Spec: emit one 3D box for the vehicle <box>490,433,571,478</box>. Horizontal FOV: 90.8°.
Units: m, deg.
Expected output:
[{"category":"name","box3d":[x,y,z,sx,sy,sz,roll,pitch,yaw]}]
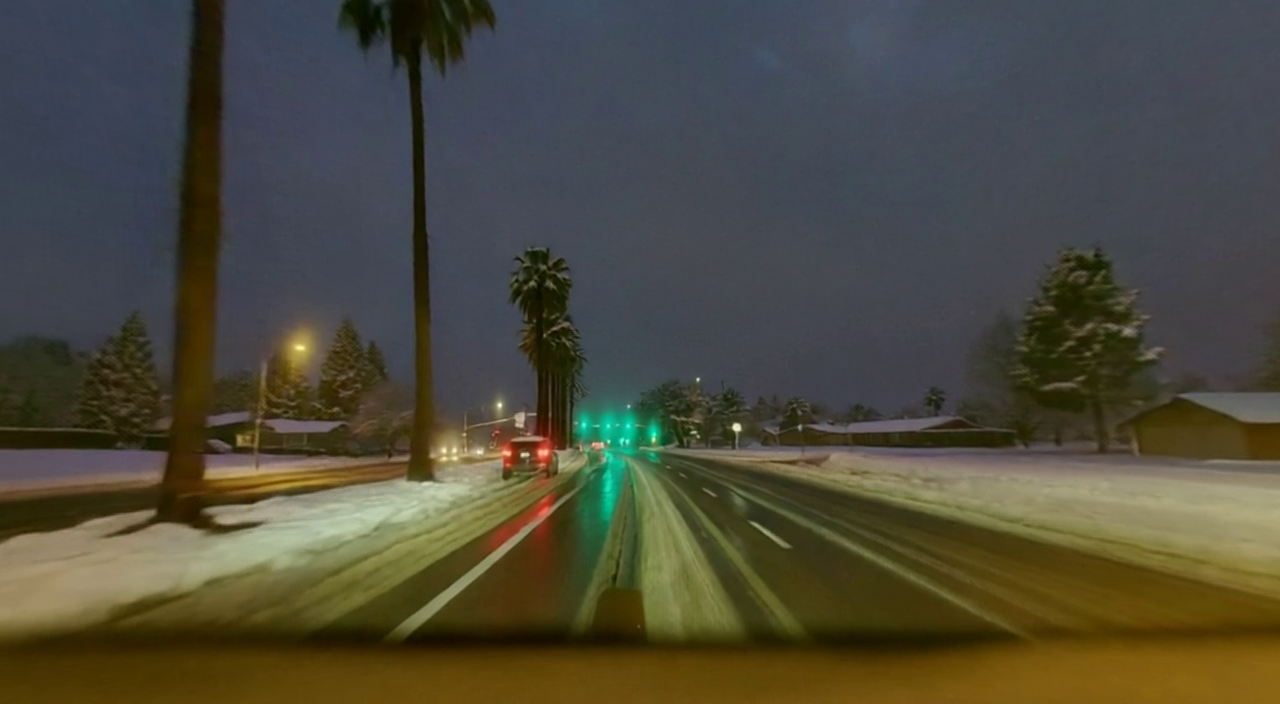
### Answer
[{"category":"vehicle","box3d":[-3.840,3.732,22.995,2.108,1.475,4.555,0,-8,0]}]
